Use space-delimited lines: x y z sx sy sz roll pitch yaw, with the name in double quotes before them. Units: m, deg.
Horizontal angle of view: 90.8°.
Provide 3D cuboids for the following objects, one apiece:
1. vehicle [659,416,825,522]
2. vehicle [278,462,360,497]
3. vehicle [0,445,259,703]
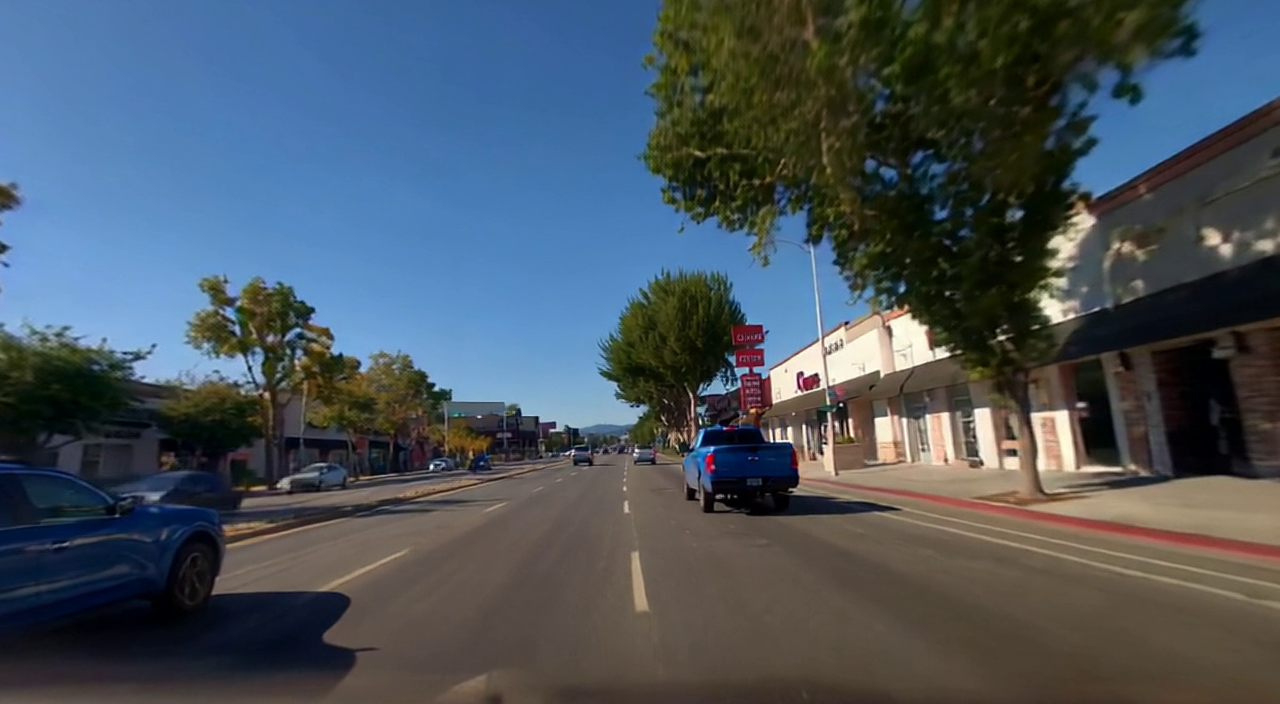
"vehicle" 1.984 2.589 14.620 2.590 1.932 5.776 0 -8 -3
"vehicle" -15.585 6.171 30.959 1.826 1.455 4.412 0 -8 -2
"vehicle" -4.037 1.156 2.908 1.888 1.424 4.553 0 -8 -2
